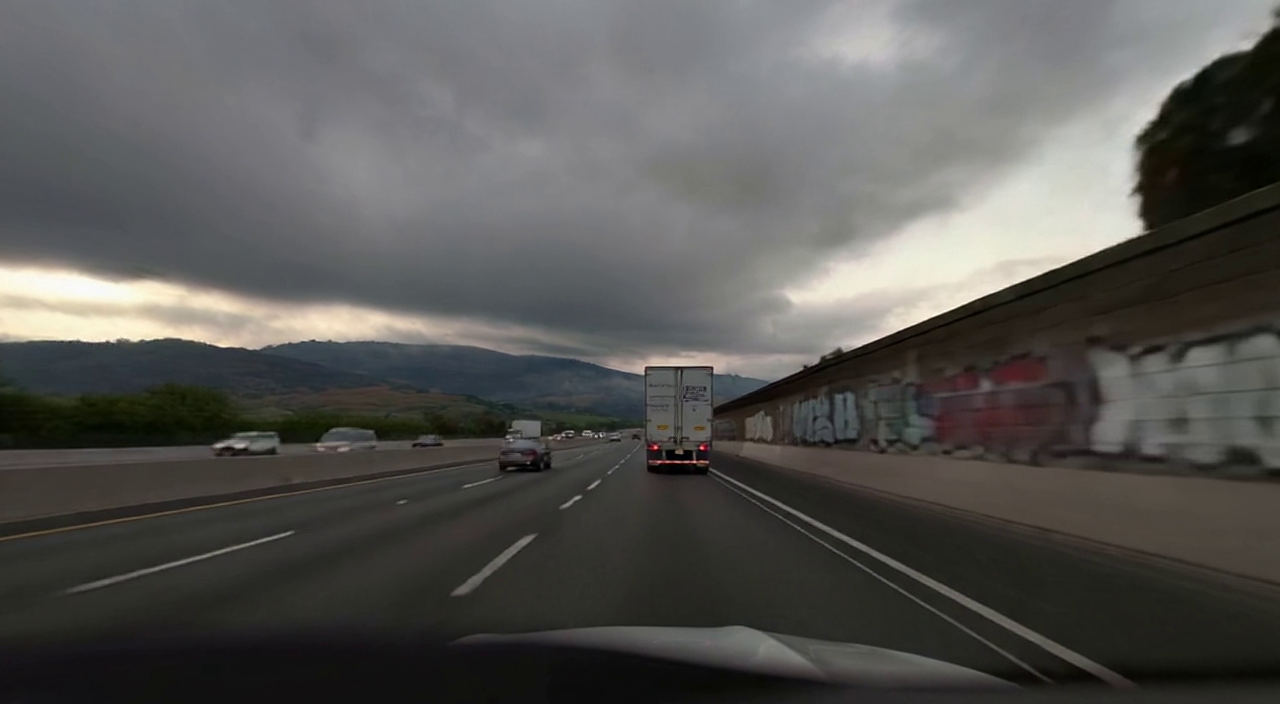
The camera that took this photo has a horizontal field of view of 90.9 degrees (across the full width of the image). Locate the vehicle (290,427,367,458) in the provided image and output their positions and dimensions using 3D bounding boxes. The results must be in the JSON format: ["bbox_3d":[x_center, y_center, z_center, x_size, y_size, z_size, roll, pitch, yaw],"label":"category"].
[{"bbox_3d":[-17.860,5.208,36.413,2.020,1.712,4.580,0,-8,1],"label":"vehicle"}]

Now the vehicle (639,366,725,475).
[{"bbox_3d":[1.448,3.081,27.289,2.921,3.765,10.773,0,-8,0],"label":"vehicle"}]

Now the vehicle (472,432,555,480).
[{"bbox_3d":[-4.470,3.731,23.034,1.982,1.535,4.519,0,-8,2],"label":"vehicle"}]

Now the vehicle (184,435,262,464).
[{"bbox_3d":[-21.396,5.003,32.501,1.626,1.381,3.464,0,-8,-1],"label":"vehicle"}]
